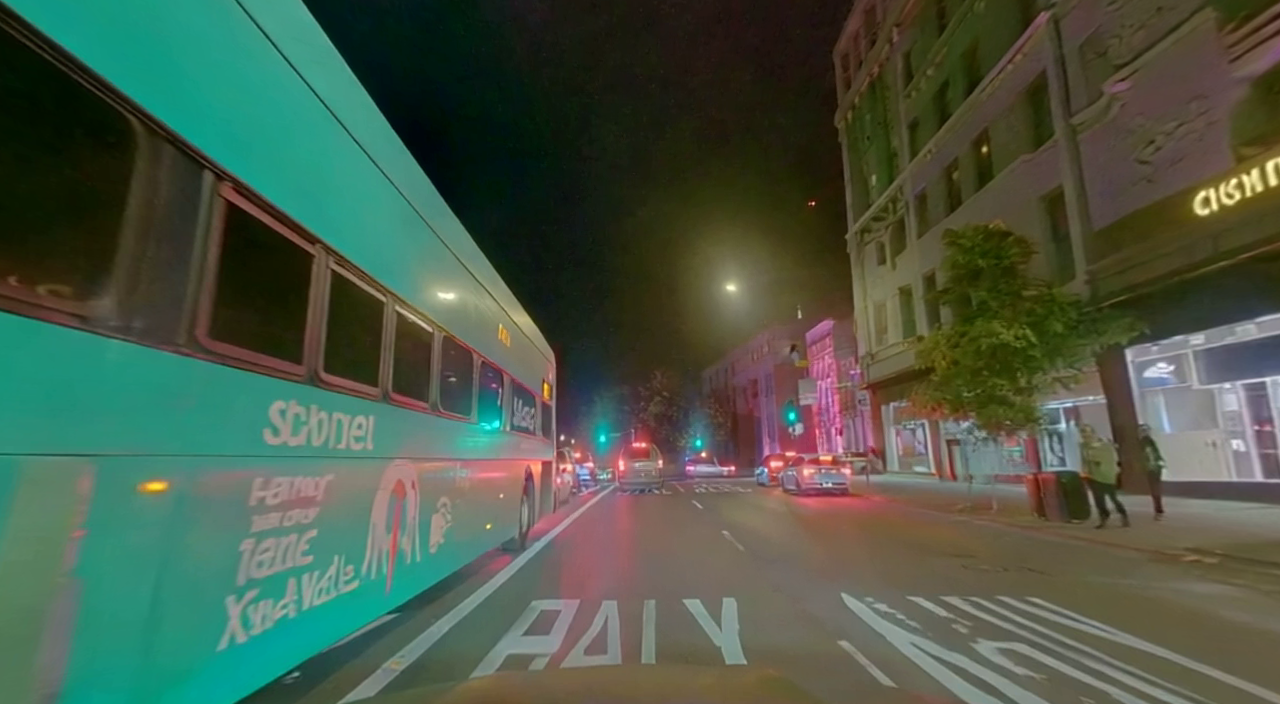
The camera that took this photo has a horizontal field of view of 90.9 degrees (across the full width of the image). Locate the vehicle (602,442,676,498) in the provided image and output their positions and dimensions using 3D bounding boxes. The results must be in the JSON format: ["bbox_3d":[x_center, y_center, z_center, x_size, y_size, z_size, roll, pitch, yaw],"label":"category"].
[{"bbox_3d":[0.008,4.135,22.549,2.328,1.746,5.072,0,-9,1],"label":"vehicle"}]

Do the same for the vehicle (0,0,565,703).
[{"bbox_3d":[-2.987,0.632,5.608,2.922,3.323,13.151,0,-9,1],"label":"vehicle"}]

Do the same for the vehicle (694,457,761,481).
[{"bbox_3d":[6.234,8.282,44.876,4.551,1.500,1.944,5,-10,-32],"label":"vehicle"}]

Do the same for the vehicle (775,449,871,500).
[{"bbox_3d":[6.026,4.073,21.432,1.919,1.529,4.558,0,-9,0],"label":"vehicle"}]
